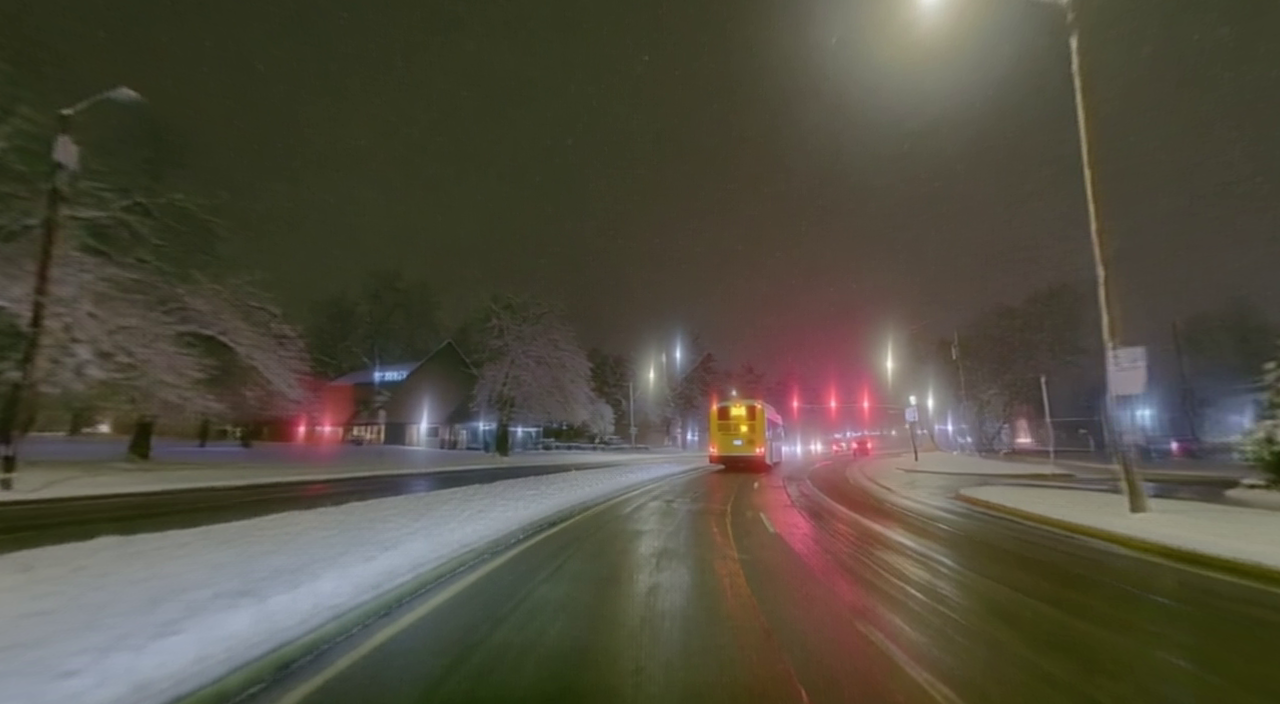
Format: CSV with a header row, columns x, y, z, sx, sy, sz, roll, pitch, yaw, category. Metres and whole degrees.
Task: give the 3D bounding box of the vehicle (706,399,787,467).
x,y,z,sx,sy,sz,roll,pitch,yaw,category
6.622,4.948,37.436,3.031,3.429,11.005,-3,-9,18,vehicle
